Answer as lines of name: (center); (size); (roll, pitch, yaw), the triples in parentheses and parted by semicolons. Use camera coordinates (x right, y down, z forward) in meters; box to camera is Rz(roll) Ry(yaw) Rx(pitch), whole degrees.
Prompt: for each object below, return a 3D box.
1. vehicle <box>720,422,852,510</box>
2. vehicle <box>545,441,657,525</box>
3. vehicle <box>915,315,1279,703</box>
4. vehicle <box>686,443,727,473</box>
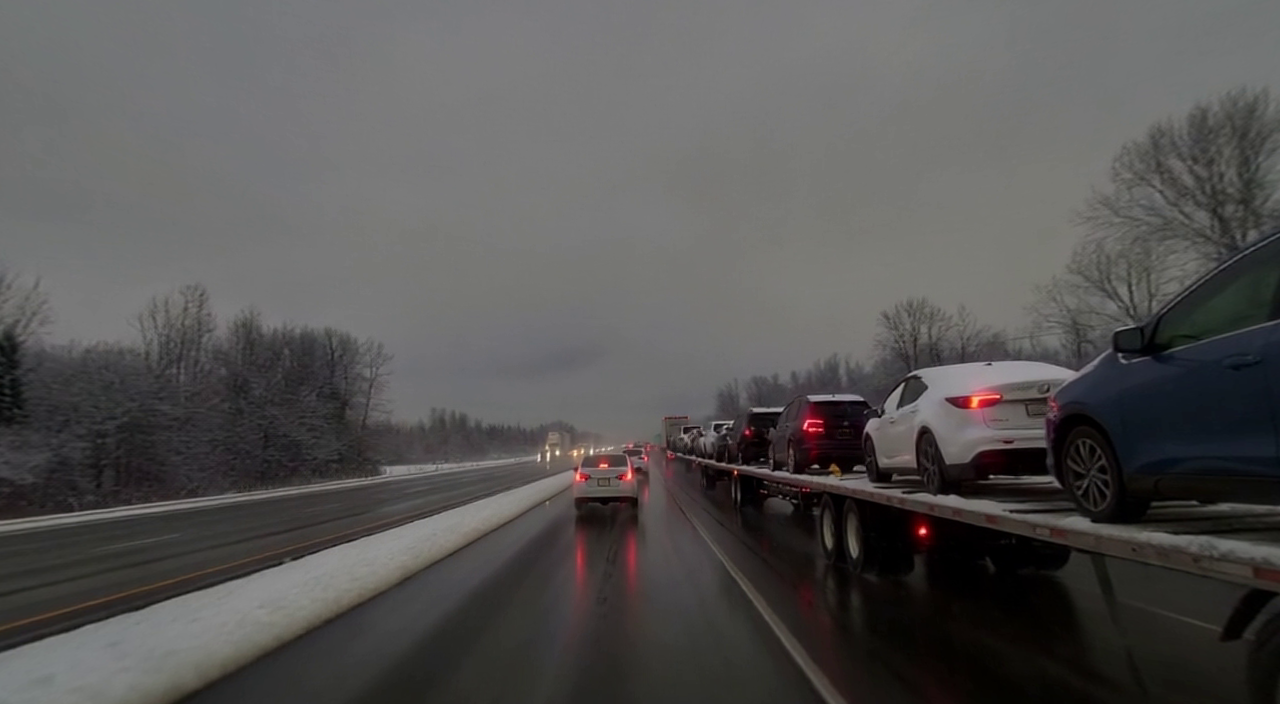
vehicle: (3.406, 2.773, 15.615); (2.303, 1.889, 3.920); (0, -9, 0)
vehicle: (-0.686, 2.614, 13.082); (1.991, 1.466, 3.675); (0, -9, 0)
vehicle: (3.476, 0.899, 3.377); (1.959, 1.783, 4.407); (0, -9, 0)
vehicle: (3.916, 6.312, 37.734); (1.938, 1.660, 4.223); (0, -9, 0)
